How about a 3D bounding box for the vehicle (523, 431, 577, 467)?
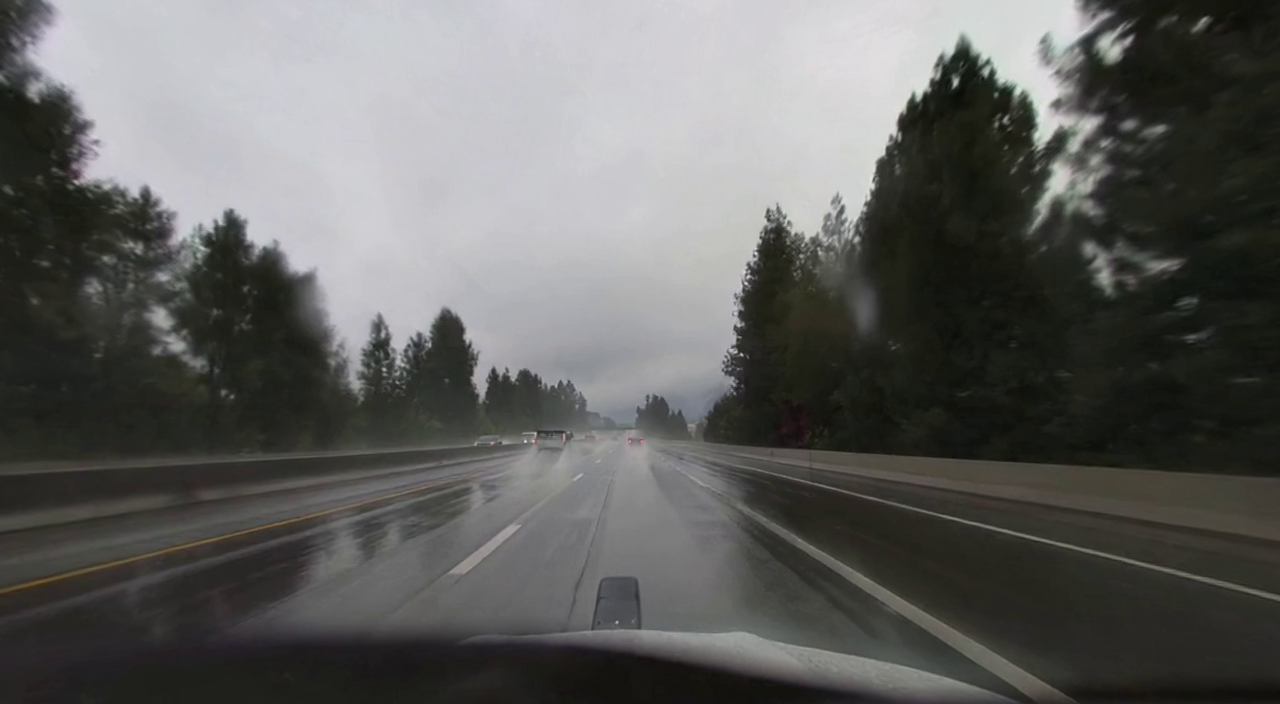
[{"bbox_3d":[-4.248,4.634,30.338,2.003,1.626,4.256,0,-8,0],"label":"vehicle"}]
